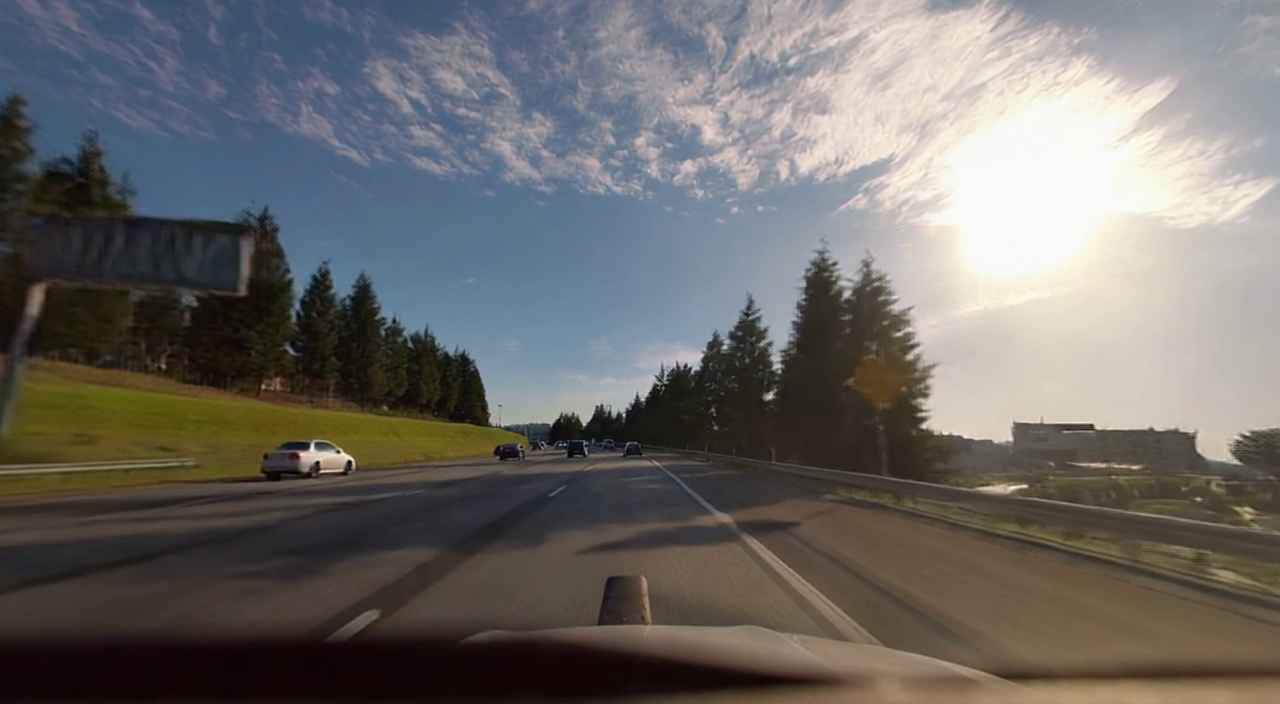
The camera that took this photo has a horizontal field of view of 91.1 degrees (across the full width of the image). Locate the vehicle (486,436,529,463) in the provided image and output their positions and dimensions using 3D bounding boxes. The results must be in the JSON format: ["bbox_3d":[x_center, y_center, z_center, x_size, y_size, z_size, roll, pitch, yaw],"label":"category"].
[{"bbox_3d":[-8.884,6.560,42.342,2.015,1.651,4.432,1,-8,-2],"label":"vehicle"}]

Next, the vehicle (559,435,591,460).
[{"bbox_3d":[-5.067,7.470,49.262,2.138,1.833,4.622,1,-8,-2],"label":"vehicle"}]

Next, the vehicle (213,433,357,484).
[{"bbox_3d":[-11.715,3.541,21.231,2.056,1.489,4.852,0,-8,0],"label":"vehicle"}]

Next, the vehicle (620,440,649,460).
[{"bbox_3d":[-0.456,7.647,48.946,2.060,1.465,3.974,1,-8,-3],"label":"vehicle"}]
